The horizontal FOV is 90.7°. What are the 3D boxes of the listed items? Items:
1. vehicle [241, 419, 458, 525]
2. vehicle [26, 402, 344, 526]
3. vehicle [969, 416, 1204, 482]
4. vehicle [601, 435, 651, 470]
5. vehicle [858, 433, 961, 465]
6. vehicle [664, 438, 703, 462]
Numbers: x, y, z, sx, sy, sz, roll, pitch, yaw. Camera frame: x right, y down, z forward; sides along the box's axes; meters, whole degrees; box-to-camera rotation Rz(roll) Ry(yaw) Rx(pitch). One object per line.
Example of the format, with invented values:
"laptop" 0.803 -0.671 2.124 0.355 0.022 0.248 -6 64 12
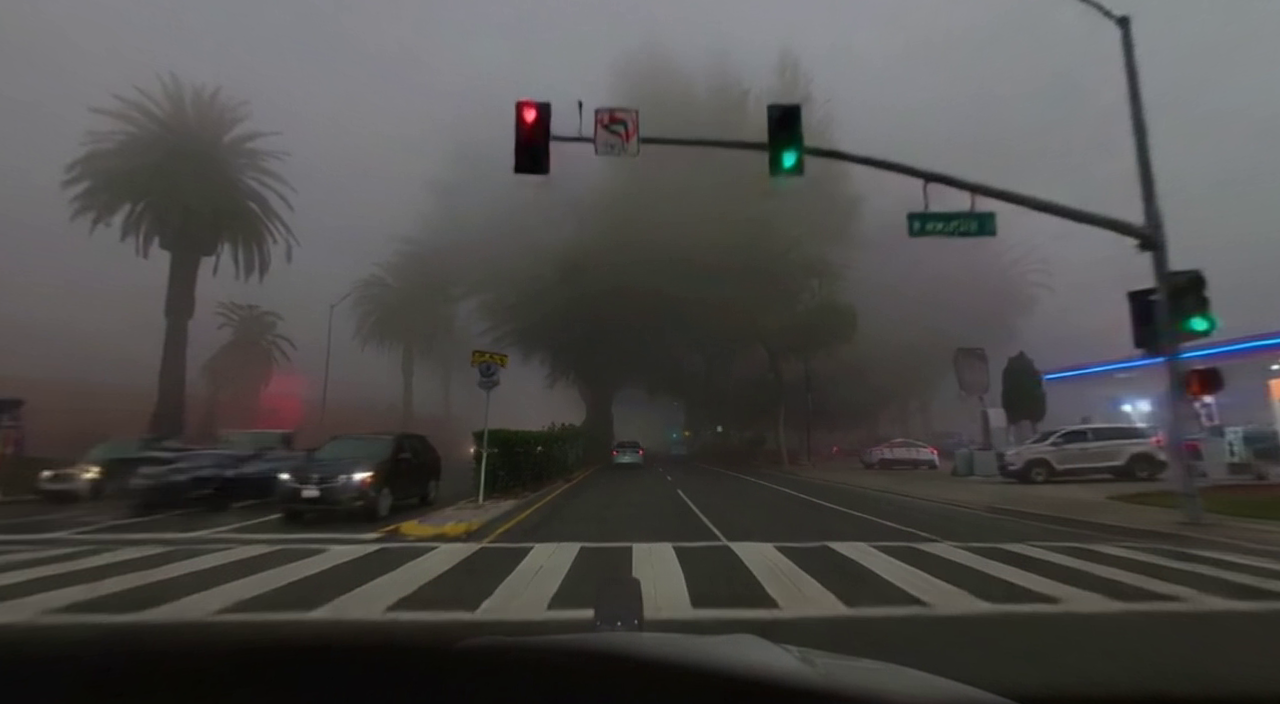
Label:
"vehicle" -5.187 2.186 12.136 2.060 1.643 4.359 0 -8 0
"vehicle" -8.768 2.236 13.260 2.306 2.012 5.852 0 -8 0
"vehicle" 13.675 3.004 19.665 5.718 1.911 2.088 0 -8 -2
"vehicle" -0.665 4.662 29.655 2.160 1.508 4.319 0 -8 -1
"vehicle" 13.589 4.907 32.109 4.360 1.523 1.900 0 -8 -1
"vehicle" 2.714 6.213 40.245 2.060 1.471 4.168 0 -8 -2
